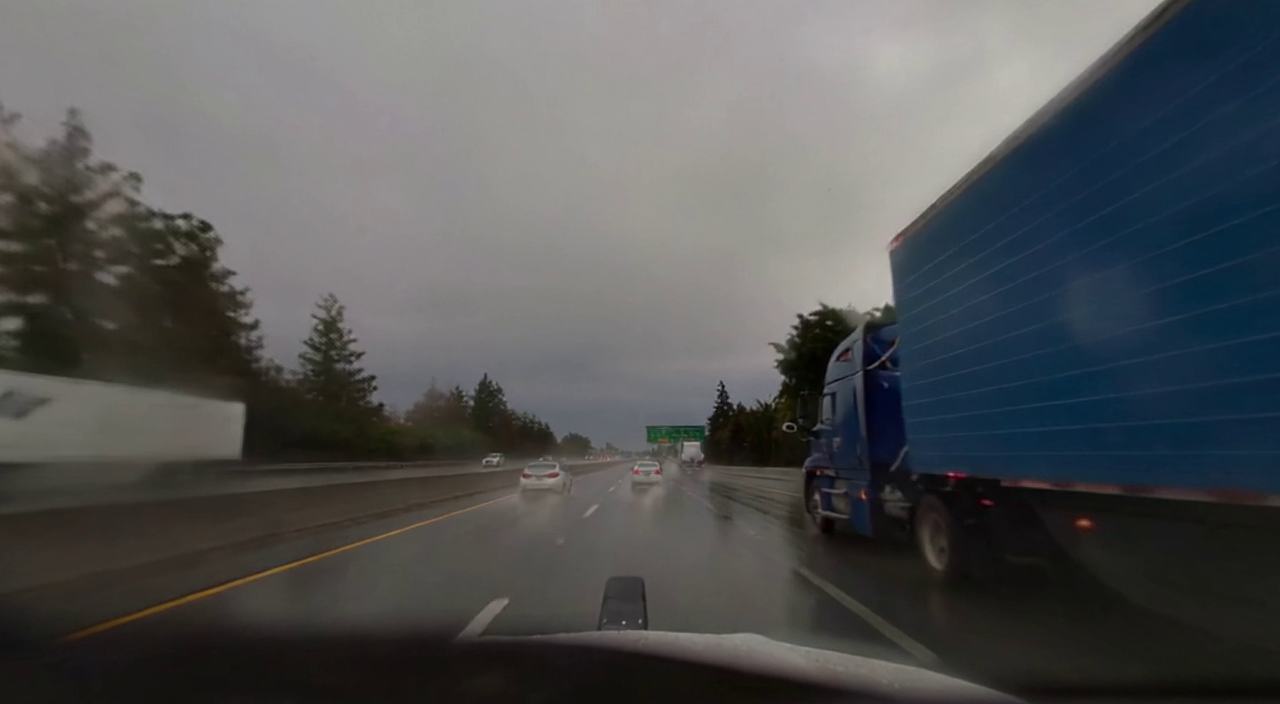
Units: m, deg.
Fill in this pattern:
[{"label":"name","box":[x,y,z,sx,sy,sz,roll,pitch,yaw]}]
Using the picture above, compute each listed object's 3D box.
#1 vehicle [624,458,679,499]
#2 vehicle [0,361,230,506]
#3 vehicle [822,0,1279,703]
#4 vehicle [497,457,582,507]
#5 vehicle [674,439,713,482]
[{"label":"vehicle","box":[0.450,5.213,26.369,2.089,1.516,4.191,0,-9,0]},{"label":"vehicle","box":[-19.741,2.777,20.710,2.874,4.090,14.180,0,-9,0]},{"label":"vehicle","box":[4.754,0.143,4.597,2.877,4.035,13.897,0,-9,1]},{"label":"vehicle","box":[-3.241,4.299,21.235,2.105,1.467,4.099,0,-9,1]},{"label":"vehicle","box":[4.102,8.178,47.441,2.650,2.978,6.937,-1,-10,7]}]
